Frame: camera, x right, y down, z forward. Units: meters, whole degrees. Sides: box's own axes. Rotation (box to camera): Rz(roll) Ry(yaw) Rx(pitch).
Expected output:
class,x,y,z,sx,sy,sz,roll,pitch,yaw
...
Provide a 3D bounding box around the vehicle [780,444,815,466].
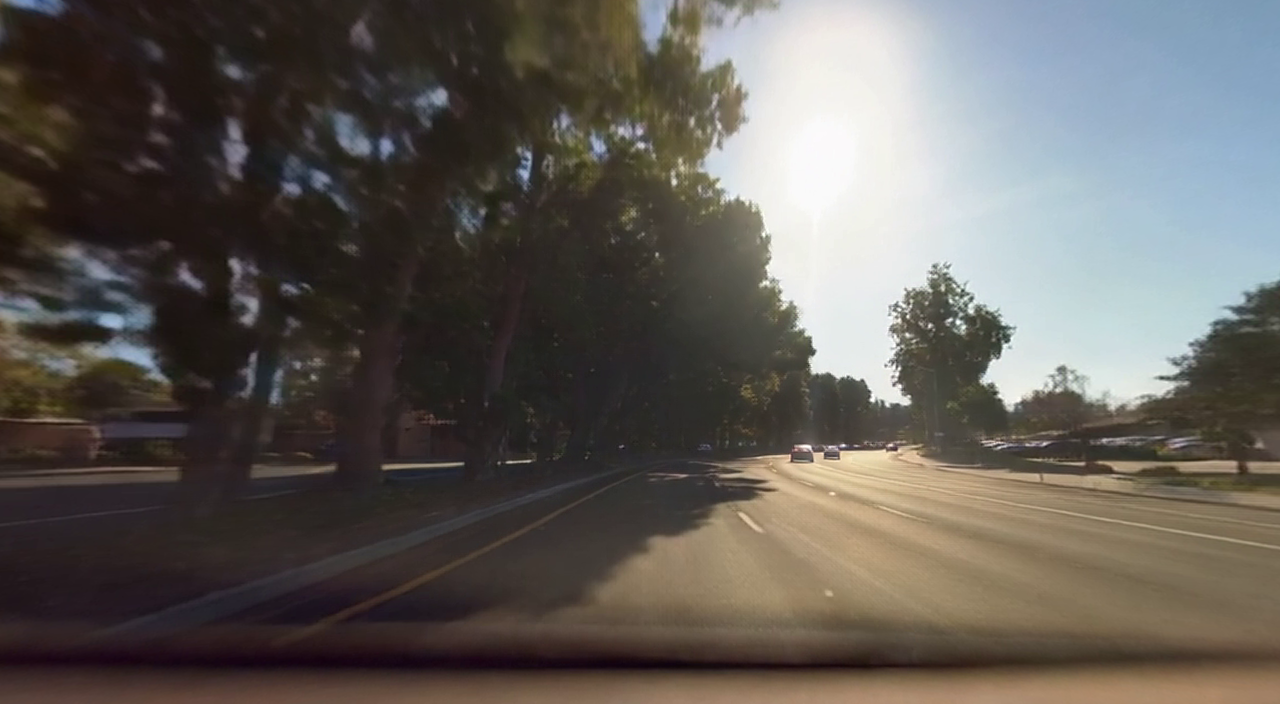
class,x,y,z,sx,sy,sz,roll,pitch,yaw
vehicle,11.073,7.270,44.610,1.988,1.460,3.996,-1,-9,9
